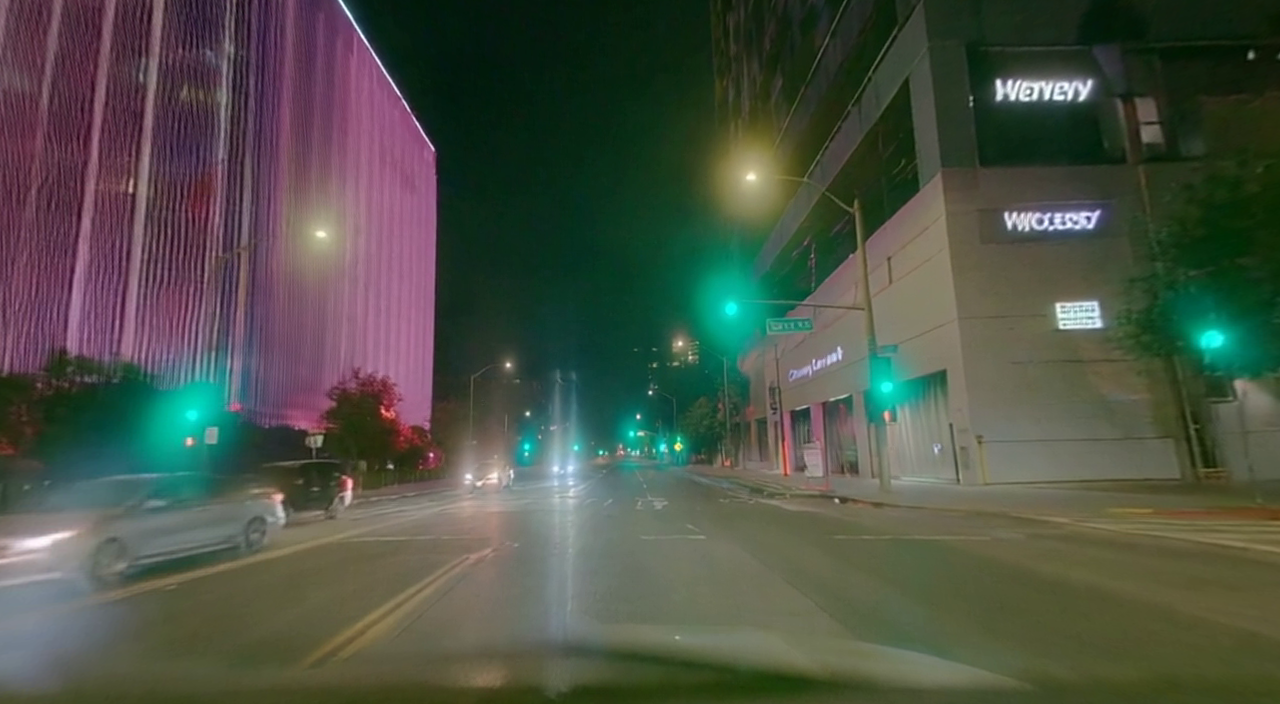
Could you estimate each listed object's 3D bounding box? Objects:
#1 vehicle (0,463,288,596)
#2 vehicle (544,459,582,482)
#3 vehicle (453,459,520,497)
[{"bbox_3d":[-7.655,2.503,9.725,1.893,1.451,4.276,-1,-9,2],"label":"vehicle"},{"bbox_3d":[-5.860,9.028,48.485,2.037,1.563,4.754,-1,-9,3],"label":"vehicle"},{"bbox_3d":[-6.851,5.652,28.594,1.897,1.537,3.770,-1,-9,4],"label":"vehicle"}]
